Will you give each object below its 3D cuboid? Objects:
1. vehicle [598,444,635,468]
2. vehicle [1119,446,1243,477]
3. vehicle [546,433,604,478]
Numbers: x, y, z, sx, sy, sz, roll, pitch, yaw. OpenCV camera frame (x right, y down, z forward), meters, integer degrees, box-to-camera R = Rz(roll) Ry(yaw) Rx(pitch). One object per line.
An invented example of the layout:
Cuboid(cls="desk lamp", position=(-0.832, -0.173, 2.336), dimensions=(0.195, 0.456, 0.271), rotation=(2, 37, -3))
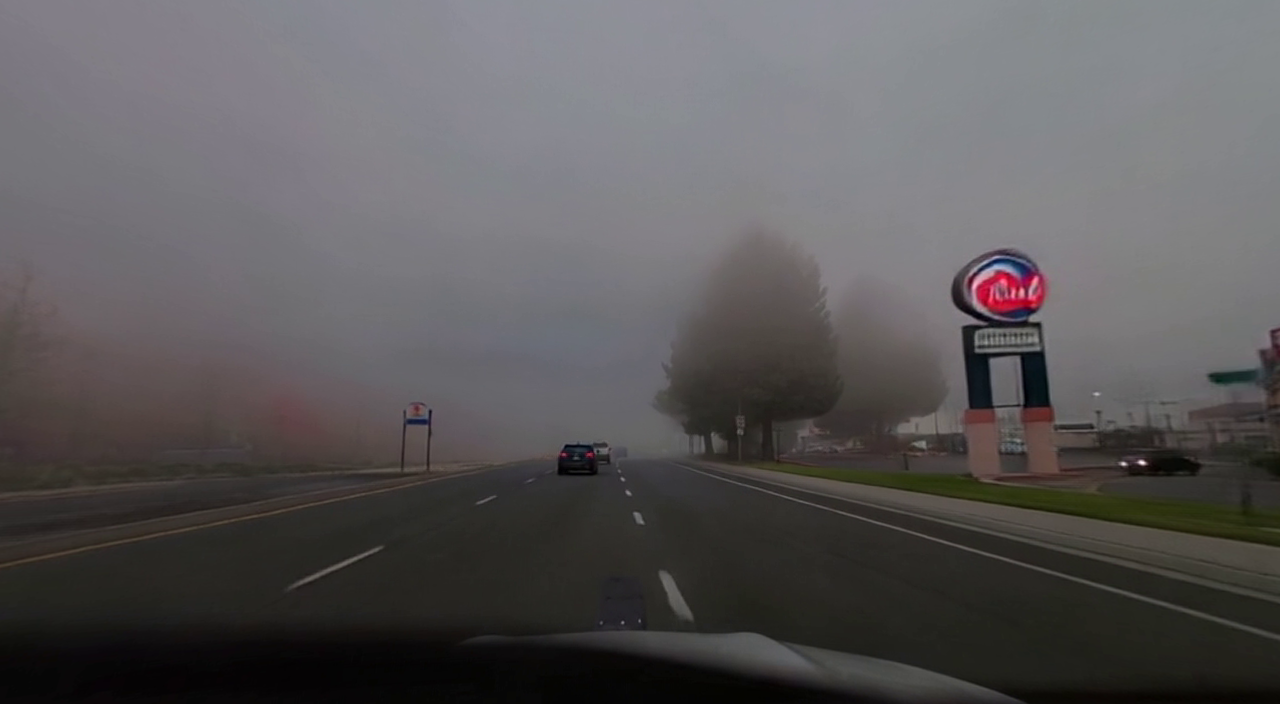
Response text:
Cuboid(cls="vehicle", position=(-1.574, 6.741, 40.996), dimensions=(2.113, 1.446, 4.309), rotation=(1, -8, -6))
Cuboid(cls="vehicle", position=(26.256, 5.311, 30.570), dimensions=(4.375, 1.400, 2.017), rotation=(1, -8, -6))
Cuboid(cls="vehicle", position=(-2.904, 4.799, 29.327), dimensions=(2.222, 1.899, 5.006), rotation=(0, -8, 0))
